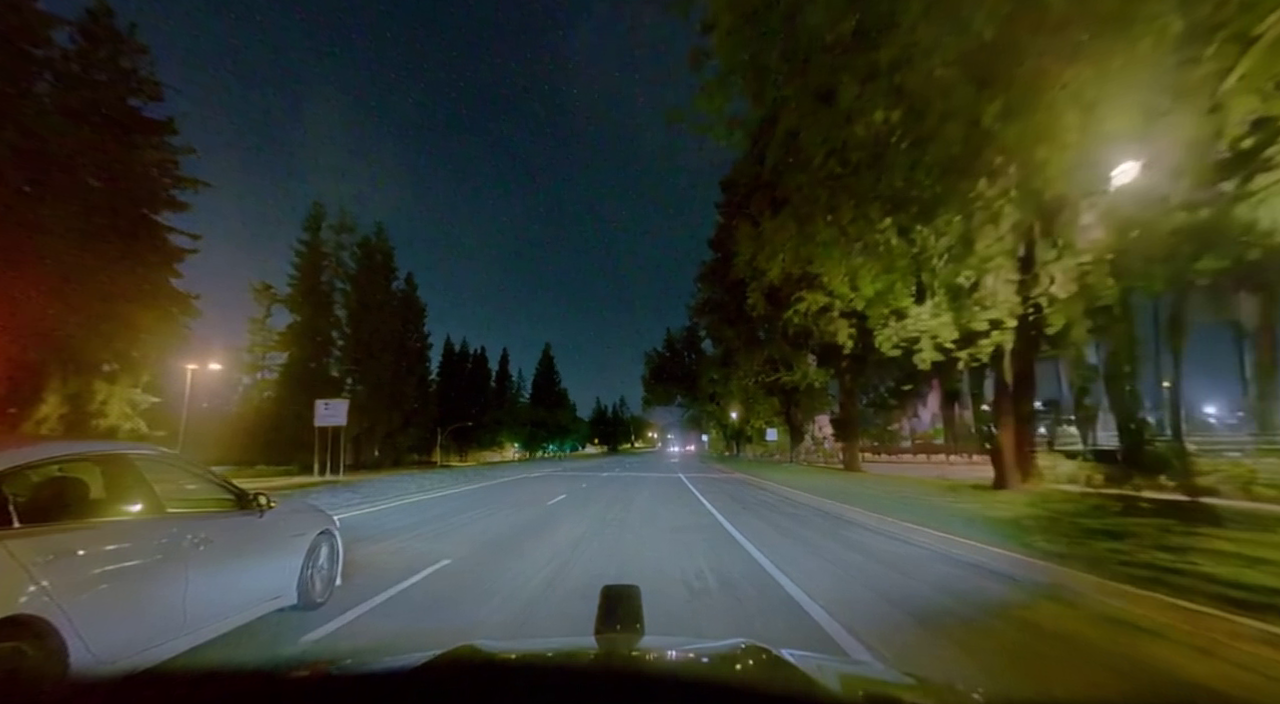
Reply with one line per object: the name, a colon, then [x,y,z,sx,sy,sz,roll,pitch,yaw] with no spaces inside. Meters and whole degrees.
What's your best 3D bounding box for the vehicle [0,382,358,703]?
vehicle: [-3.265,0.987,2.969,1.915,1.521,4.283,0,-9,0]
